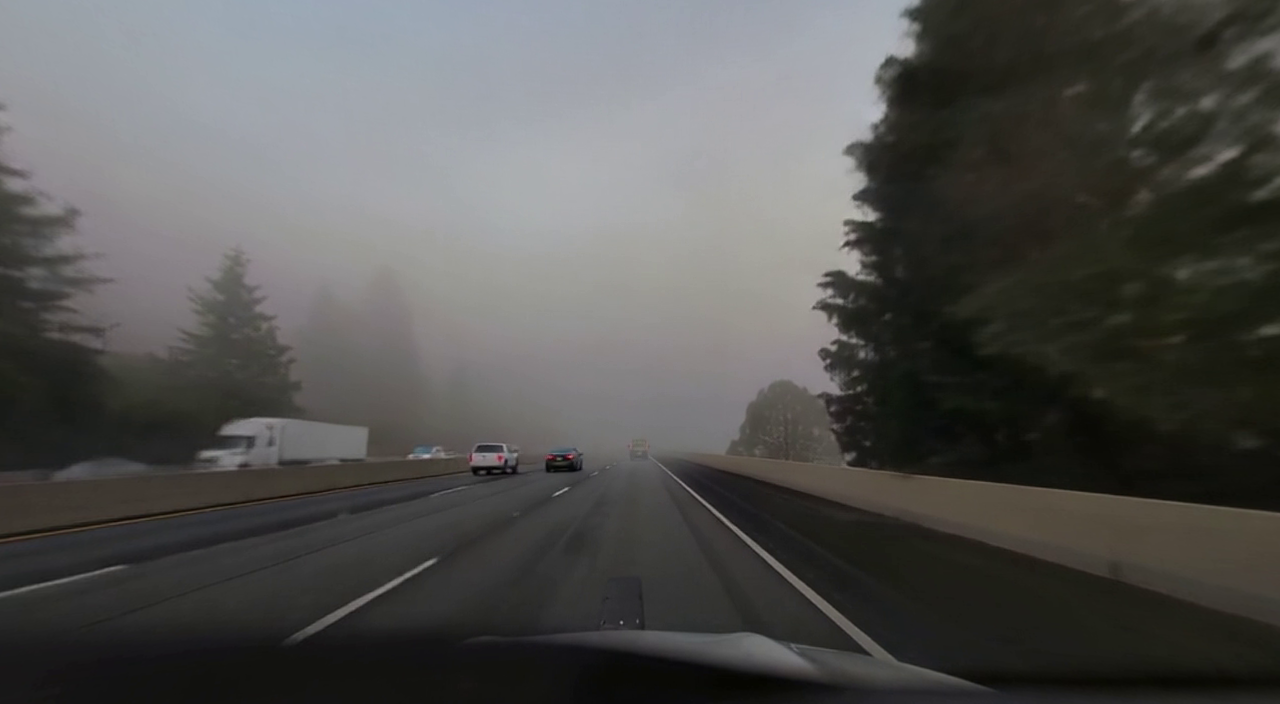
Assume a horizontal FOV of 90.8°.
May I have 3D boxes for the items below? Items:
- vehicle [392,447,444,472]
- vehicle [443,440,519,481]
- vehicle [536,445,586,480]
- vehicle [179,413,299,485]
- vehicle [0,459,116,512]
[{"bbox_3d":[-16.512,8.013,47.197,2.032,1.783,4.980,0,-9,1],"label":"vehicle"},{"bbox_3d":[-7.197,4.989,29.181,2.173,1.722,4.869,0,-9,1],"label":"vehicle"},{"bbox_3d":[-3.705,5.239,30.152,1.893,1.521,3.742,0,-9,0],"label":"vehicle"},{"bbox_3d":[-23.686,5.776,37.772,3.078,3.930,5.988,0,-9,0],"label":"vehicle"},{"bbox_3d":[-19.697,4.241,20.311,1.803,1.474,4.460,0,-9,0],"label":"vehicle"}]
